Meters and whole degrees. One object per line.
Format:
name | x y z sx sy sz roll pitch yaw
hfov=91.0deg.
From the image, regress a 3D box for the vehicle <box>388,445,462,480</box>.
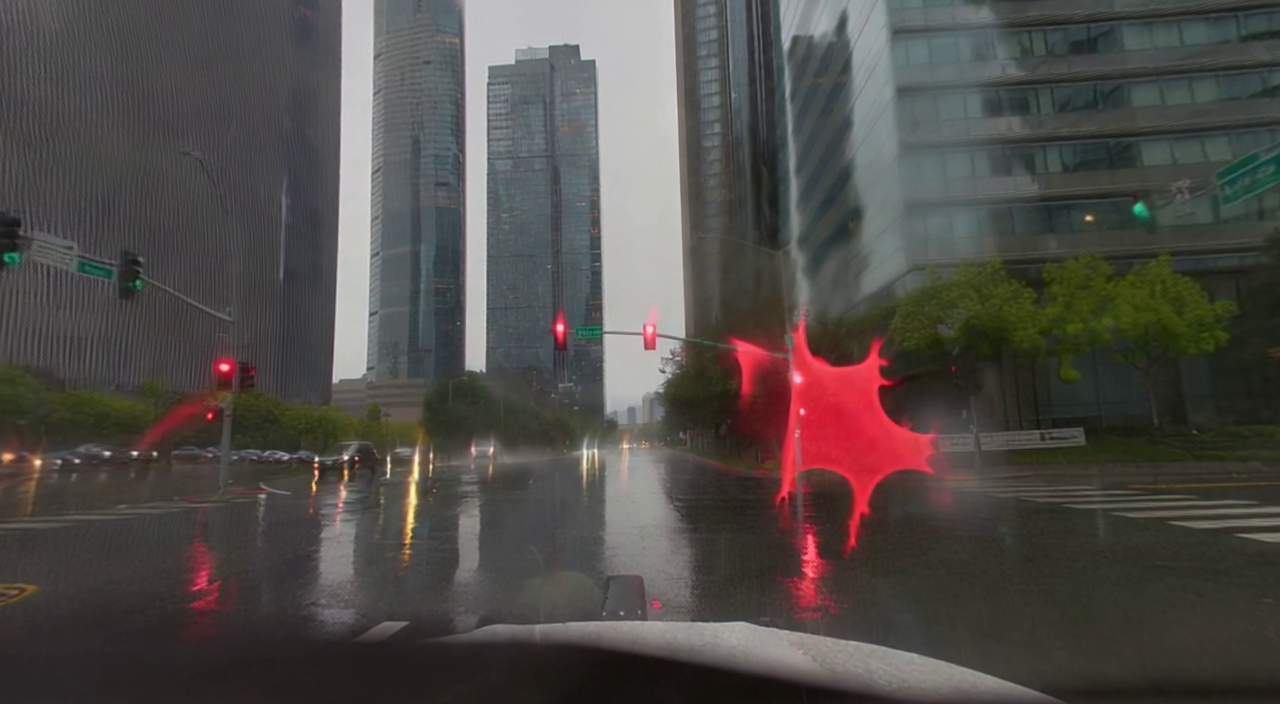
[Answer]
vehicle | -11.649 5.994 34.459 2.069 1.771 4.947 0 -9 3
